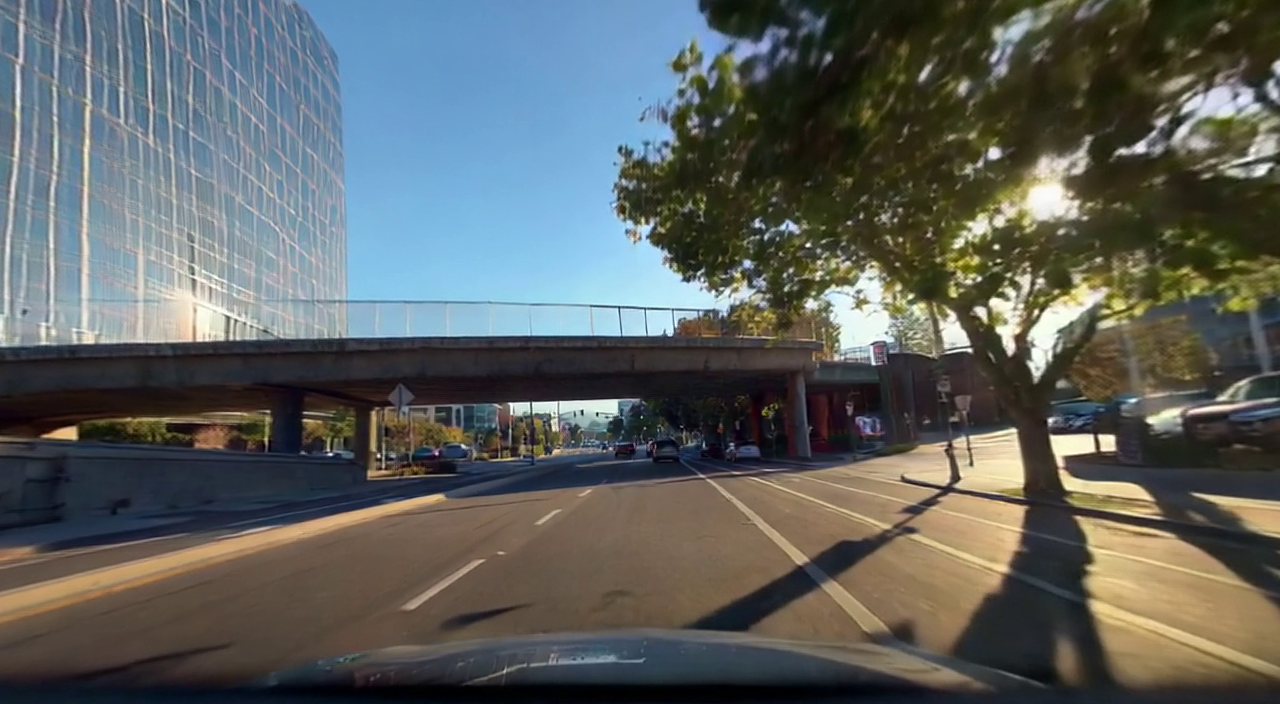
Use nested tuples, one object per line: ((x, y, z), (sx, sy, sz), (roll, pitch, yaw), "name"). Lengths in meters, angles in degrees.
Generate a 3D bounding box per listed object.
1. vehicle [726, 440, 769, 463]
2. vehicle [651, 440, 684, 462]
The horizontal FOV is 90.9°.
((7.348, 6.854, 43.486), (2.035, 1.435, 4.481), (0, -8, -1), "vehicle")
((1.976, 7.144, 45.587), (2.280, 1.475, 4.051), (-1, -8, 2), "vehicle")
